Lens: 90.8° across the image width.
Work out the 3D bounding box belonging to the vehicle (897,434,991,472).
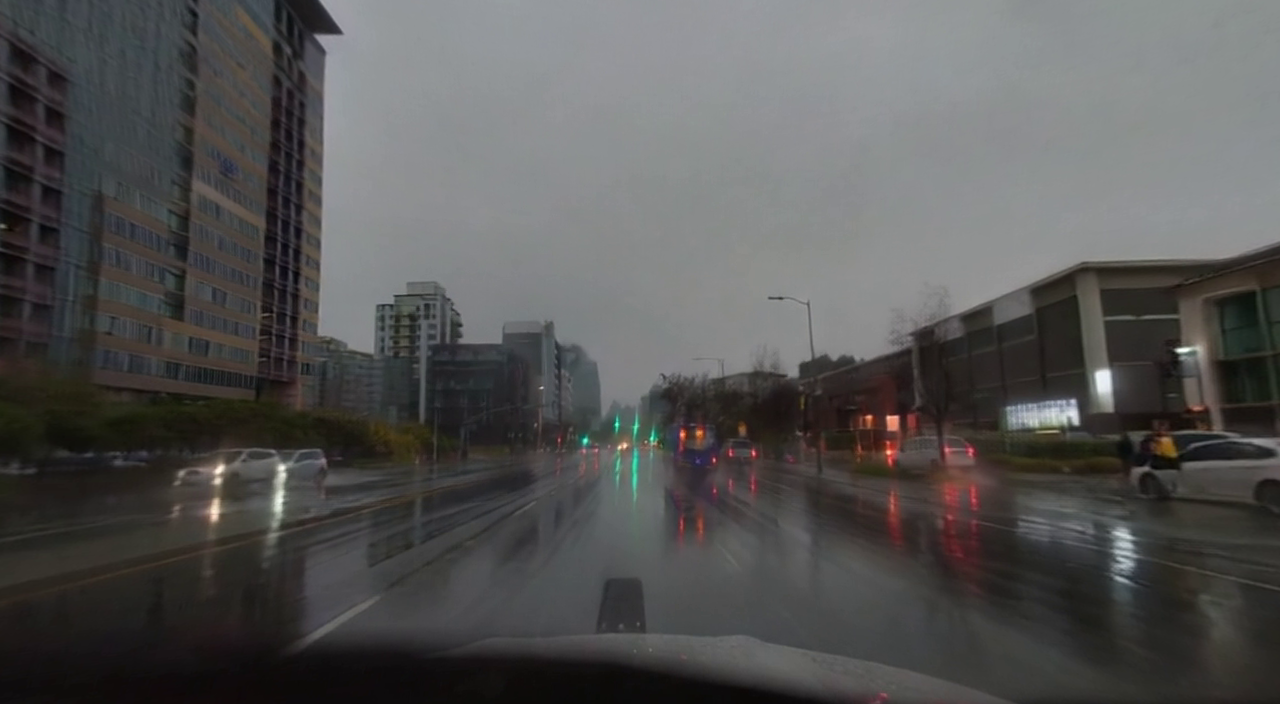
[{"bbox_3d":[14.393,4.812,30.218,1.975,1.648,4.451,1,-8,-5],"label":"vehicle"}]

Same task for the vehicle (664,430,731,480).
[{"bbox_3d":[2.182,4.131,25.534,2.130,1.787,5.126,0,-9,-1],"label":"vehicle"}]

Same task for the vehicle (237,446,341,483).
[{"bbox_3d":[-15.388,4.935,28.015,2.019,1.471,4.513,0,-9,0],"label":"vehicle"}]

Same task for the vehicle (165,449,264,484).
[{"bbox_3d":[-20.785,5.562,31.083,1.843,1.551,4.221,0,-9,1],"label":"vehicle"}]

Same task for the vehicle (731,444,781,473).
[{"bbox_3d":[6.262,5.759,34.499,1.795,1.459,4.333,0,-9,-2],"label":"vehicle"}]

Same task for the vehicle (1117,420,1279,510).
[{"bbox_3d":[14.214,2.631,14.943,2.019,1.819,4.909,0,-9,1],"label":"vehicle"}]
